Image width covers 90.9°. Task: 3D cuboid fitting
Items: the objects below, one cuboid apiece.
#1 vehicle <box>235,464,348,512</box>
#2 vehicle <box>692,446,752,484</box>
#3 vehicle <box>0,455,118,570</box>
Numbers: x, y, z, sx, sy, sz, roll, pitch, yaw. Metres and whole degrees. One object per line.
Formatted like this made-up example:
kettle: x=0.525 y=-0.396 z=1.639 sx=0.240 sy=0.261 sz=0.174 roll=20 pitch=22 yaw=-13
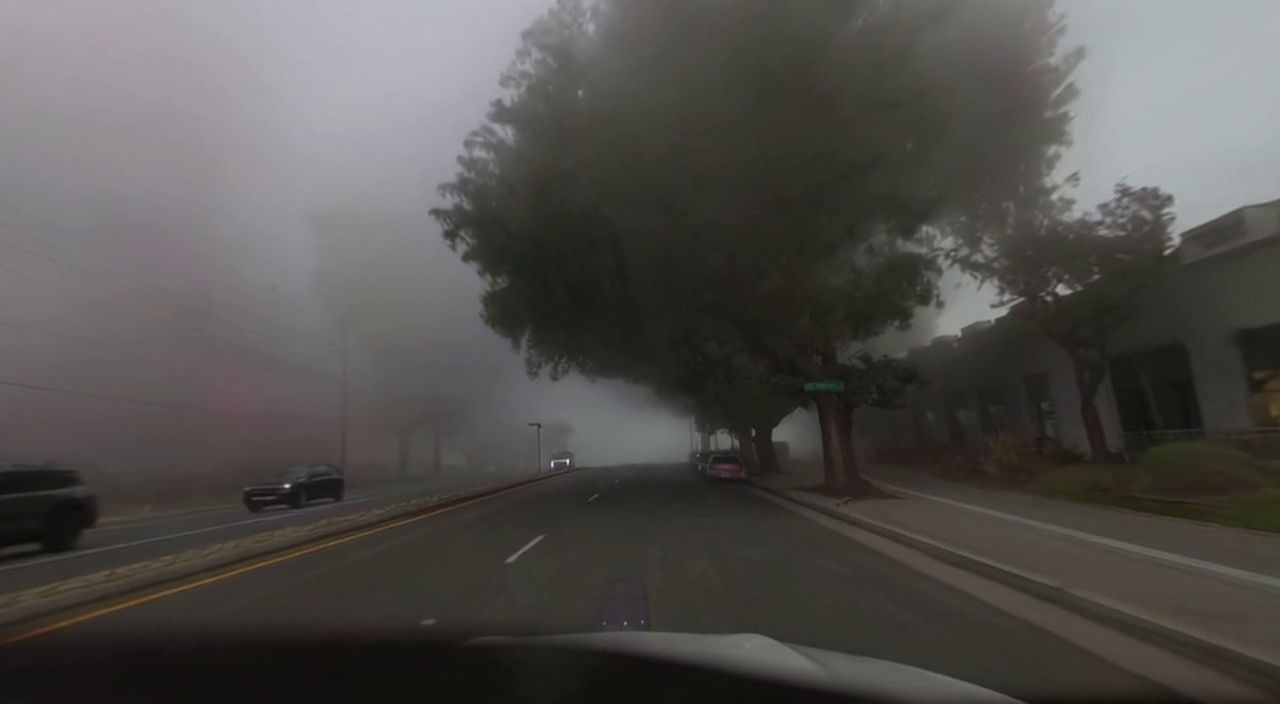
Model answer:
vehicle: x=-14.163 y=5.508 z=25.992 sx=1.915 sy=1.505 sz=4.726 roll=-5 pitch=-9 yaw=2
vehicle: x=3.575 y=5.001 z=28.194 sx=2.041 sy=1.523 sz=4.281 roll=0 pitch=-9 yaw=-1
vehicle: x=-11.317 y=2.553 z=9.865 sx=2.079 sy=1.812 sz=4.757 roll=0 pitch=-9 yaw=2
